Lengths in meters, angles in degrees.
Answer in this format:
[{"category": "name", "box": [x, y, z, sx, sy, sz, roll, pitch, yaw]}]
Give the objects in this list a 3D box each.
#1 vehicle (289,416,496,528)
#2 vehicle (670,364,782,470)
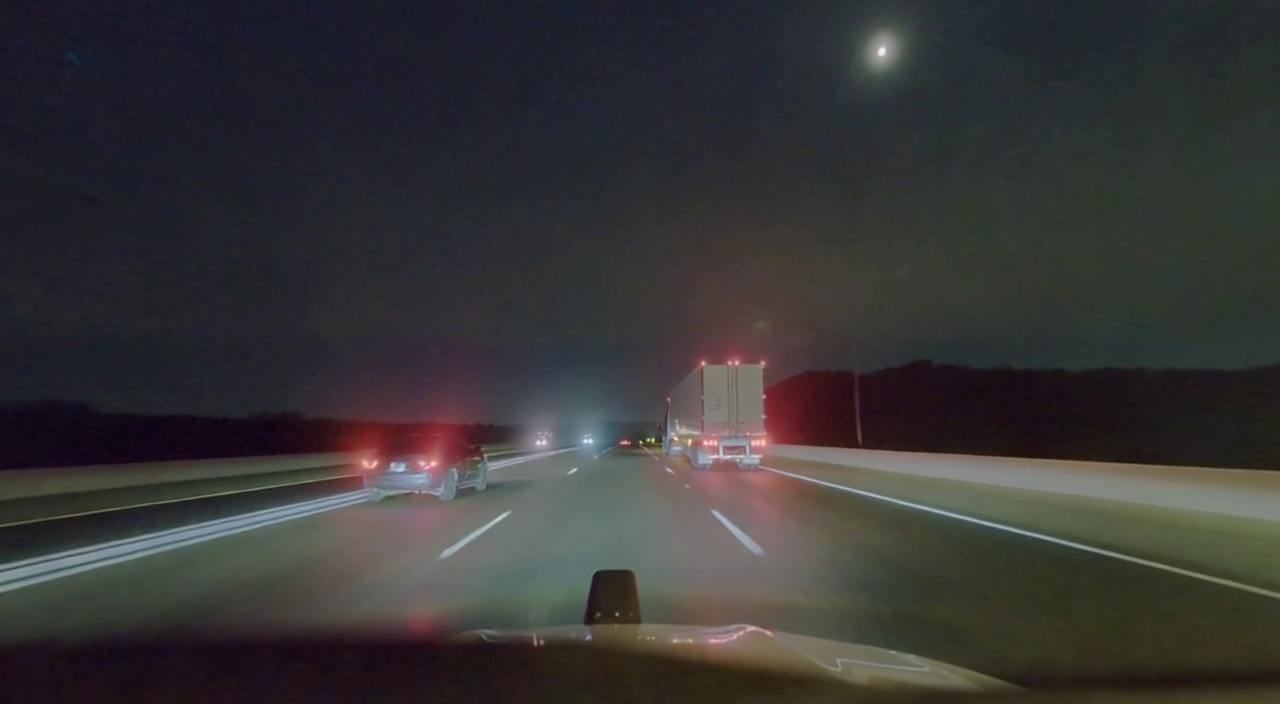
[{"category": "vehicle", "box": [-4.075, 2.026, 11.257, 2.044, 1.604, 4.144, 0, -8, 0]}, {"category": "vehicle", "box": [3.798, 3.757, 33.587, 3.144, 4.168, 17.594, 0, -8, -1]}]
